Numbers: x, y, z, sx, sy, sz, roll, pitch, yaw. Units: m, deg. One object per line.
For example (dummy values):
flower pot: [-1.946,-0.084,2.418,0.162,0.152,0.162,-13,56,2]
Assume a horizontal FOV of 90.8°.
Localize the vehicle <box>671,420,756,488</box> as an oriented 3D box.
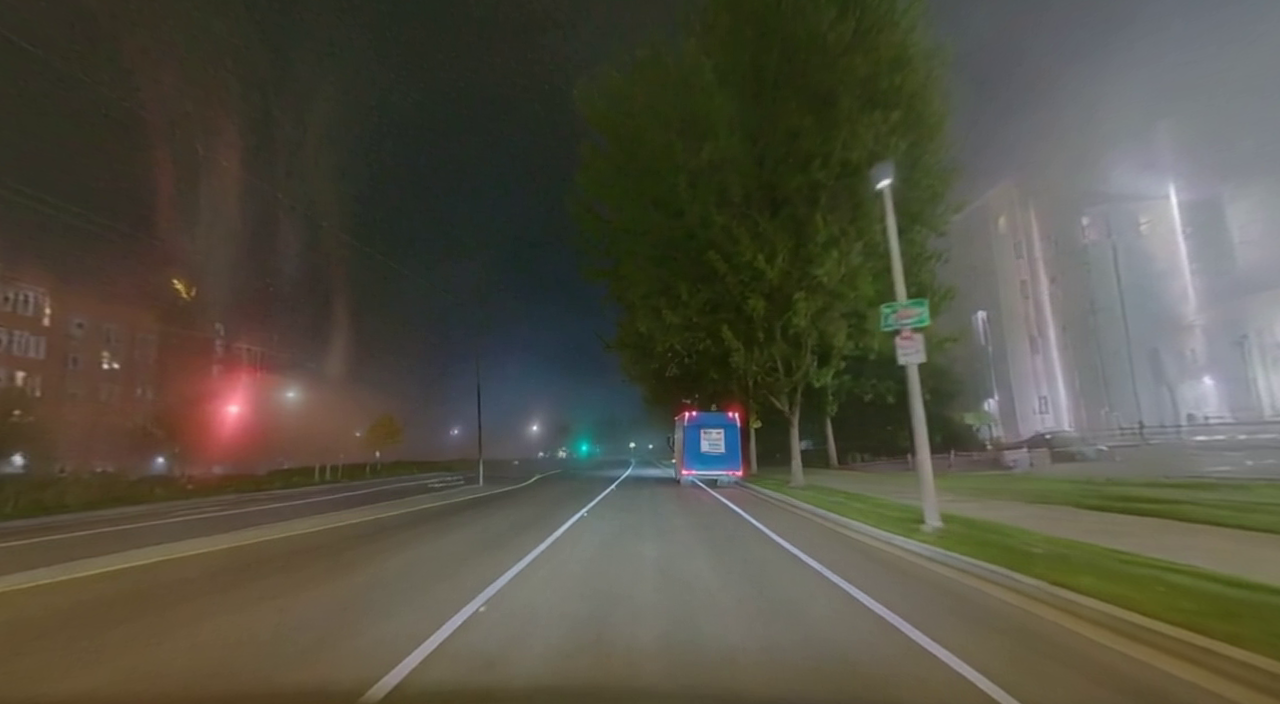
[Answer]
vehicle: [2.567,3.770,23.477,2.514,2.218,5.013,0,-9,0]
